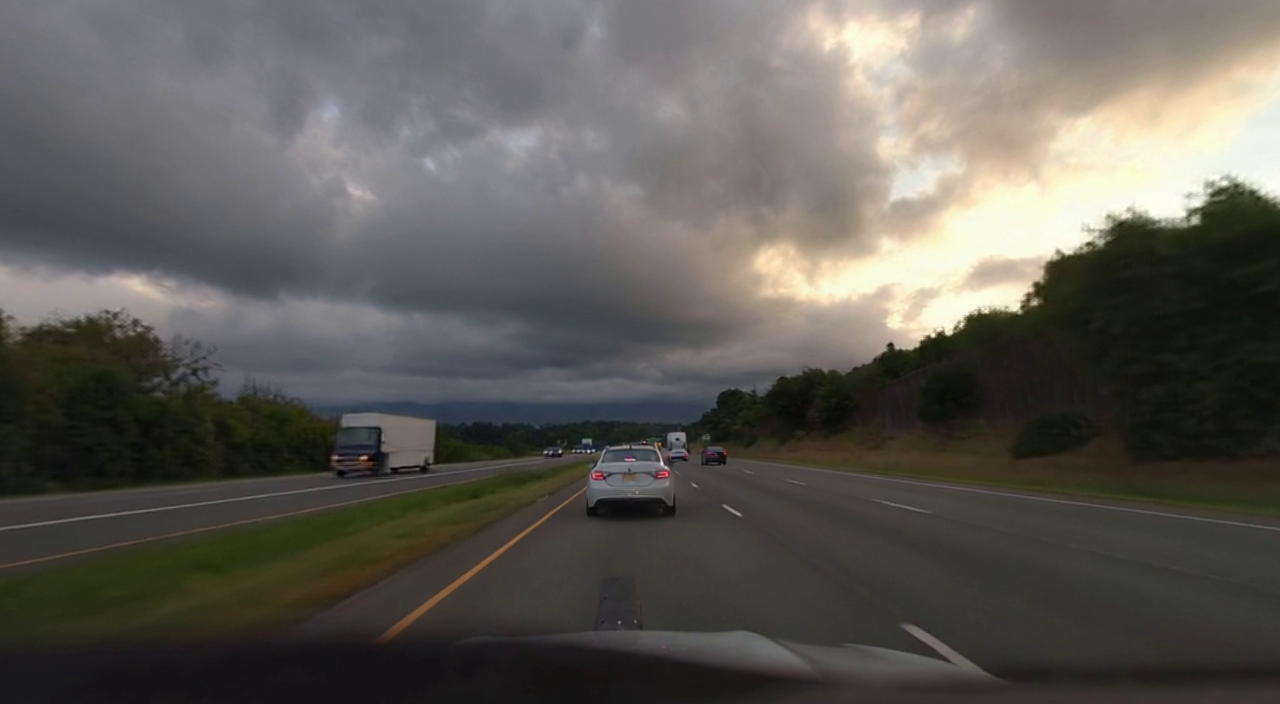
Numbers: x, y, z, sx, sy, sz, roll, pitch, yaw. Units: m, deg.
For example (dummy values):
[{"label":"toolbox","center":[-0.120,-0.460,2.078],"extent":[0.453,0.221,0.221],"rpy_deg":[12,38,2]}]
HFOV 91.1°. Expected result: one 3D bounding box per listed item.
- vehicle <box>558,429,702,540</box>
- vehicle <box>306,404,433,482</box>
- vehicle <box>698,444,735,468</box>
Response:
[{"label":"vehicle","center":[-0.165,2.204,11.016],"extent":[2.088,1.580,3.657],"rpy_deg":[0,-9,-1]},{"label":"vehicle","center":[-13.300,4.656,31.888],"extent":[2.757,3.414,7.910],"rpy_deg":[-1,-9,1]},{"label":"vehicle","center":[4.931,6.772,41.081],"extent":[1.931,1.516,3.995],"rpy_deg":[0,-9,0]}]
